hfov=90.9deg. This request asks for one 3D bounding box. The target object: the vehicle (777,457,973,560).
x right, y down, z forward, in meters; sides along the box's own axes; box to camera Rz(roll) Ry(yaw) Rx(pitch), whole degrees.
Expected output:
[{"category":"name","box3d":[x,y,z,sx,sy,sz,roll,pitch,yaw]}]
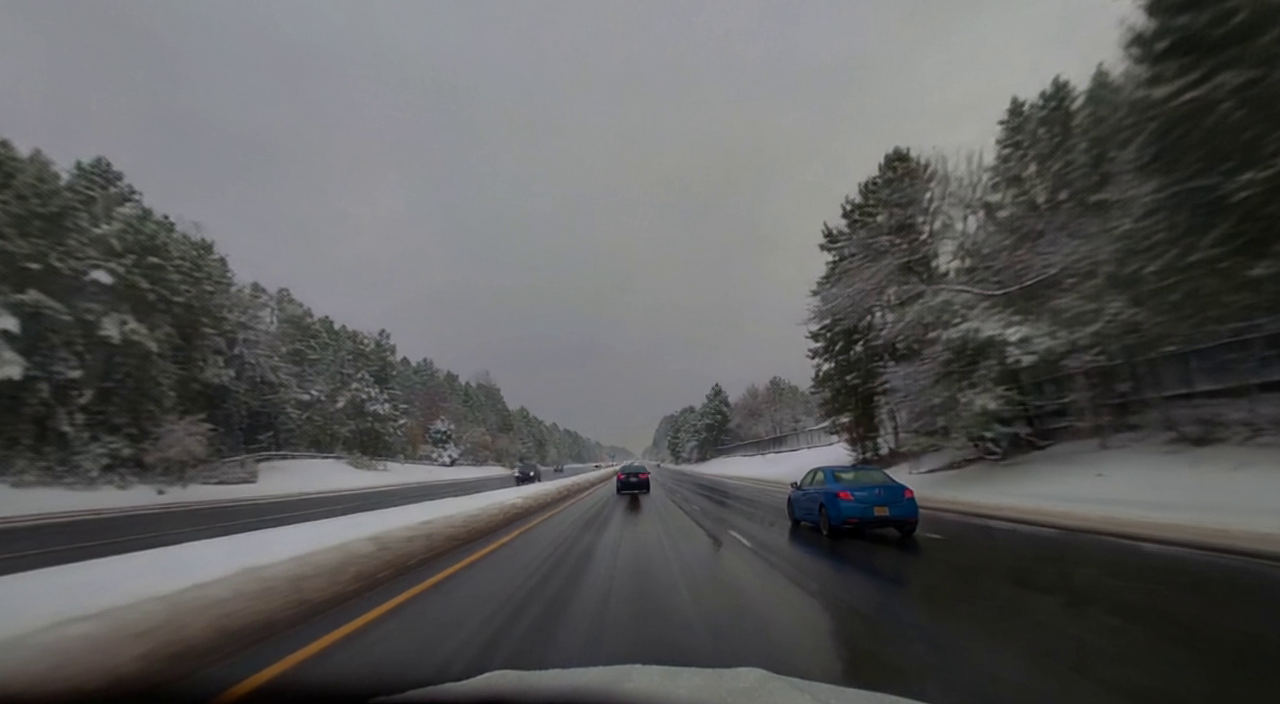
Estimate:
[{"category":"vehicle","box3d":[3.940,2.709,11.448,1.938,1.494,4.032,1,-11,-1]}]

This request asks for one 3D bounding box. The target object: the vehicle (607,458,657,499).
[{"category":"vehicle","box3d":[-0.355,5.599,28.042,2.037,1.605,3.833,1,-11,0]}]

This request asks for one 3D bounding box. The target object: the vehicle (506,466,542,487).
[{"category":"vehicle","box3d":[-8.919,9.609,48.811,2.006,1.468,4.450,1,-11,-1]}]
